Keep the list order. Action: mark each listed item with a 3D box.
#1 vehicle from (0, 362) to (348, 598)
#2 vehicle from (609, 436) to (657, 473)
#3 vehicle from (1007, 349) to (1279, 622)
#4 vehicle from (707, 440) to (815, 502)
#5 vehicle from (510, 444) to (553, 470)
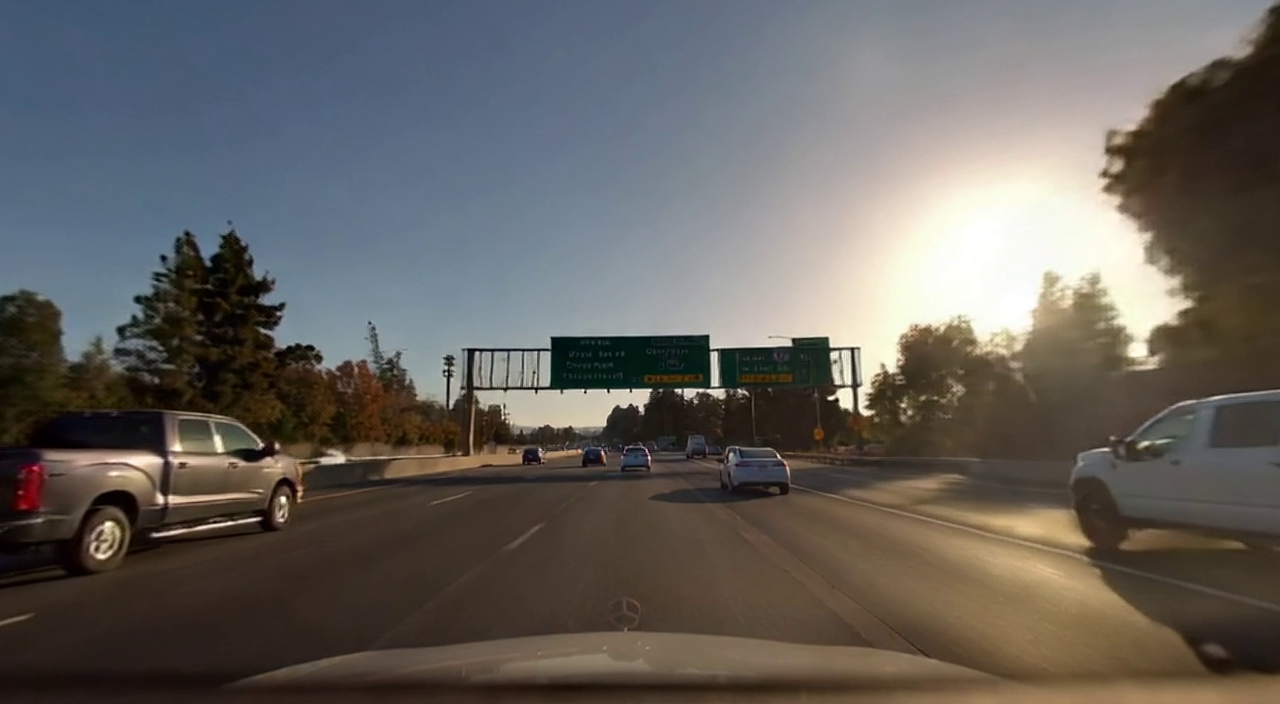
[{"bbox_3d":[-6.621,1.536,8.485,2.444,2.012,6.122,0,-8,0],"label":"vehicle"},{"bbox_3d":[-0.359,5.398,33.477,2.323,1.805,4.729,0,-8,0],"label":"vehicle"},{"bbox_3d":[5.868,0.971,4.649,2.635,1.919,5.907,0,-9,-2],"label":"vehicle"},{"bbox_3d":[3.140,3.177,17.368,2.011,1.462,4.286,0,-8,-1],"label":"vehicle"},{"bbox_3d":[-6.737,6.576,39.825,1.920,1.482,4.385,0,-8,0],"label":"vehicle"}]
